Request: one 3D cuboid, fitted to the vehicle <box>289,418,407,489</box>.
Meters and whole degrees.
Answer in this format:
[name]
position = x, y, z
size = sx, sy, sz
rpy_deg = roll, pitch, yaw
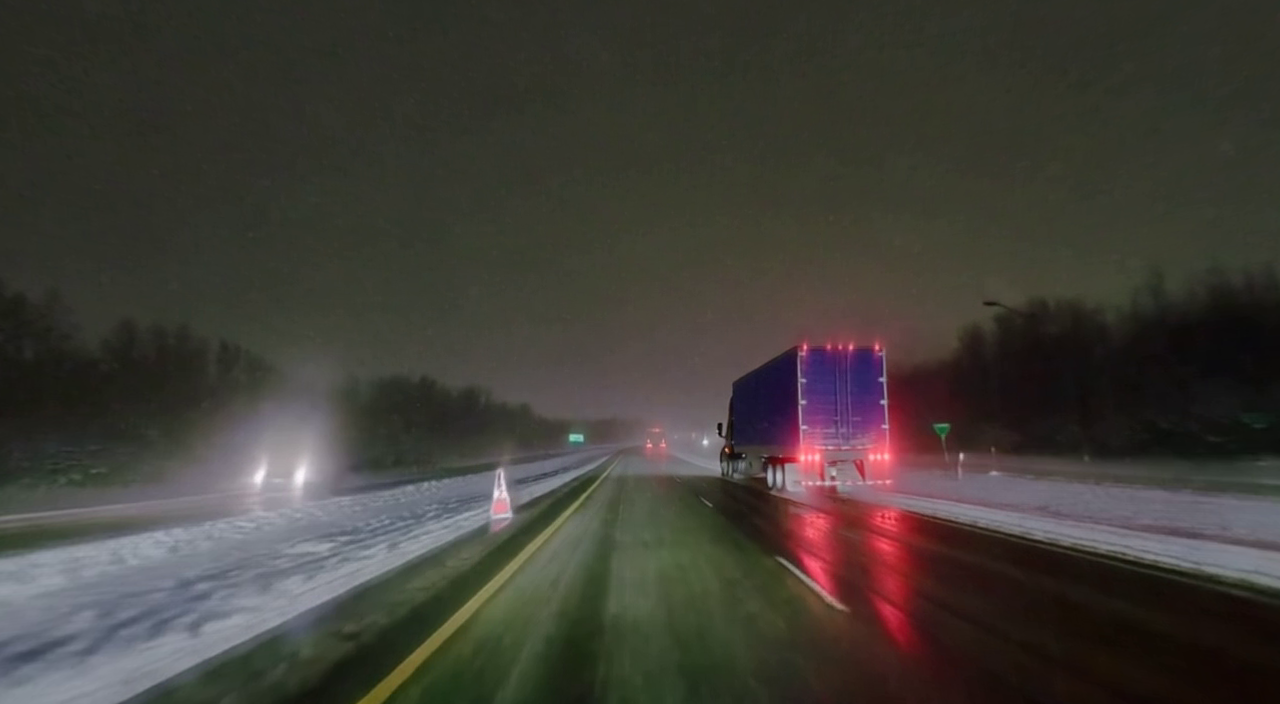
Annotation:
[vehicle]
position = -14.842, 5.228, 32.730
size = 2.790, 3.247, 6.961
rpy_deg = 0, -9, -1
